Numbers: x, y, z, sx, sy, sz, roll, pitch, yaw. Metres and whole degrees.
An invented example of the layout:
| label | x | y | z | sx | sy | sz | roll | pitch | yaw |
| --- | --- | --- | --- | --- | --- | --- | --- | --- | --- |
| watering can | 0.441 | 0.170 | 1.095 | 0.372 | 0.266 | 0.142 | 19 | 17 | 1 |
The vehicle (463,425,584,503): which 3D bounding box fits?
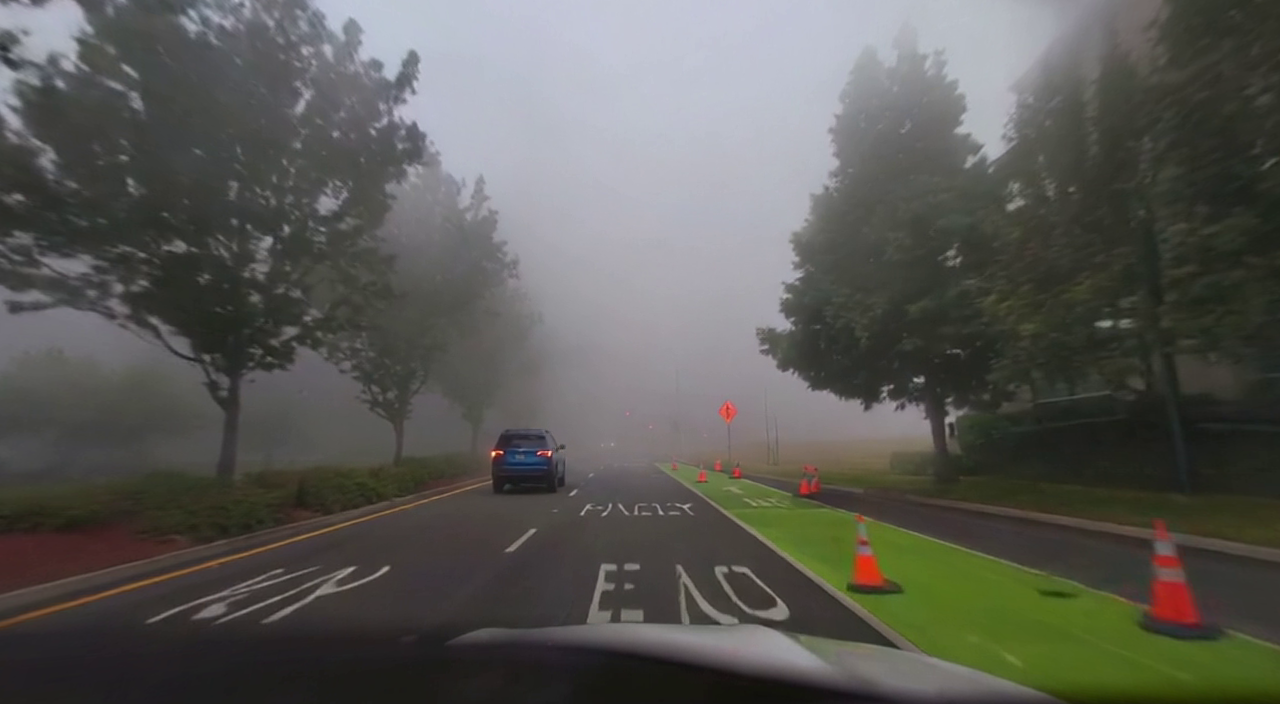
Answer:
| label | x | y | z | sx | sy | sz | roll | pitch | yaw |
| --- | --- | --- | --- | --- | --- | --- | --- | --- | --- |
| vehicle | -2.940 | 2.973 | 17.127 | 2.339 | 1.790 | 4.629 | 0 | -9 | 1 |
